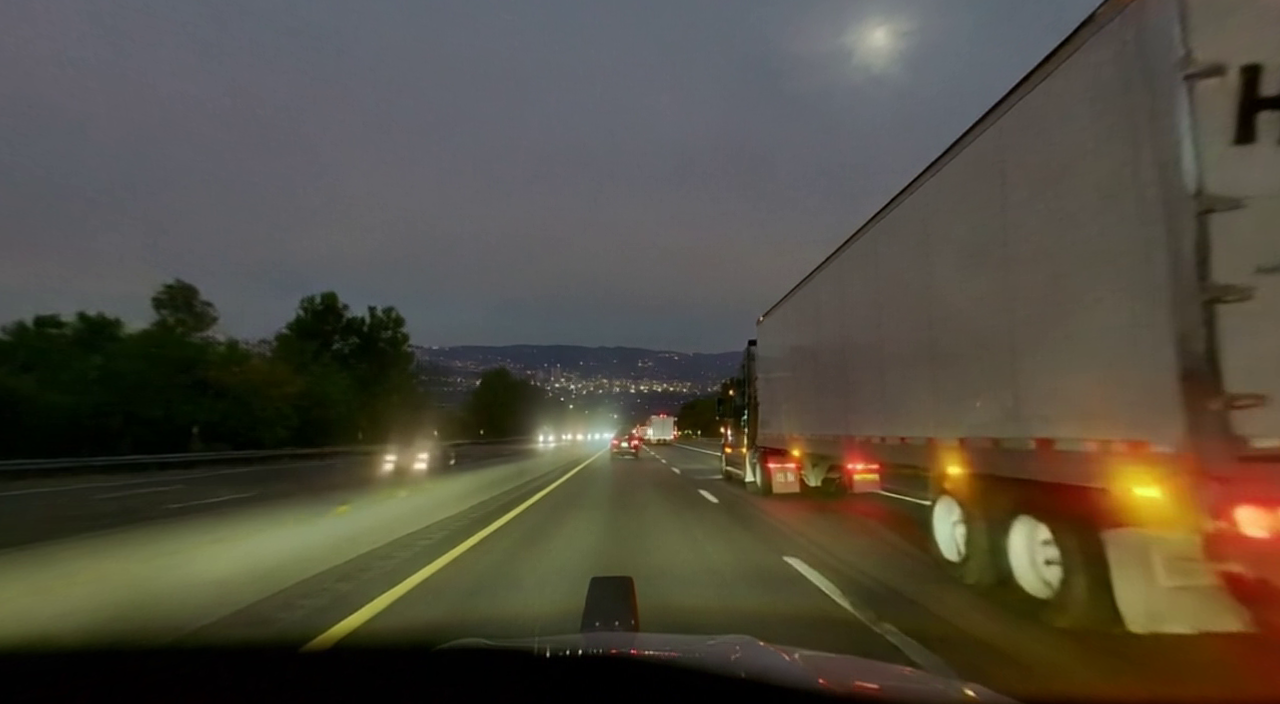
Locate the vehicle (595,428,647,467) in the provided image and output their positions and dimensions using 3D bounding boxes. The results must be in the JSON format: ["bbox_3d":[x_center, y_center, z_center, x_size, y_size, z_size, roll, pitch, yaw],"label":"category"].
[{"bbox_3d":[-0.805,4.103,27.305,2.095,1.557,3.963,0,-8,-1],"label":"vehicle"}]

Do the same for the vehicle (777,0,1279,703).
[{"bbox_3d":[4.190,0.261,7.335,2.853,4.038,9.832,0,-8,-1],"label":"vehicle"}]
